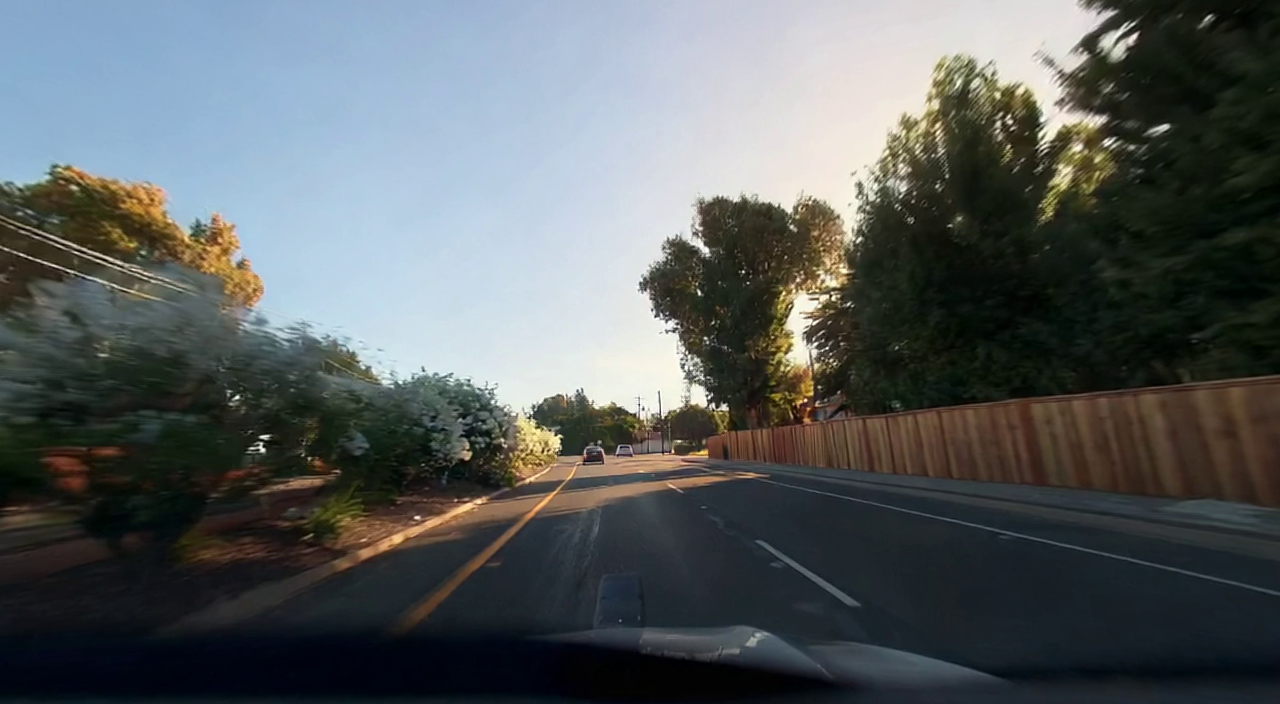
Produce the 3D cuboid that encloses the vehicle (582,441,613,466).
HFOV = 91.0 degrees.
[{"bbox_3d":[-3.028,7.015,43.841,2.005,1.633,4.044,1,-8,-6],"label":"vehicle"}]
